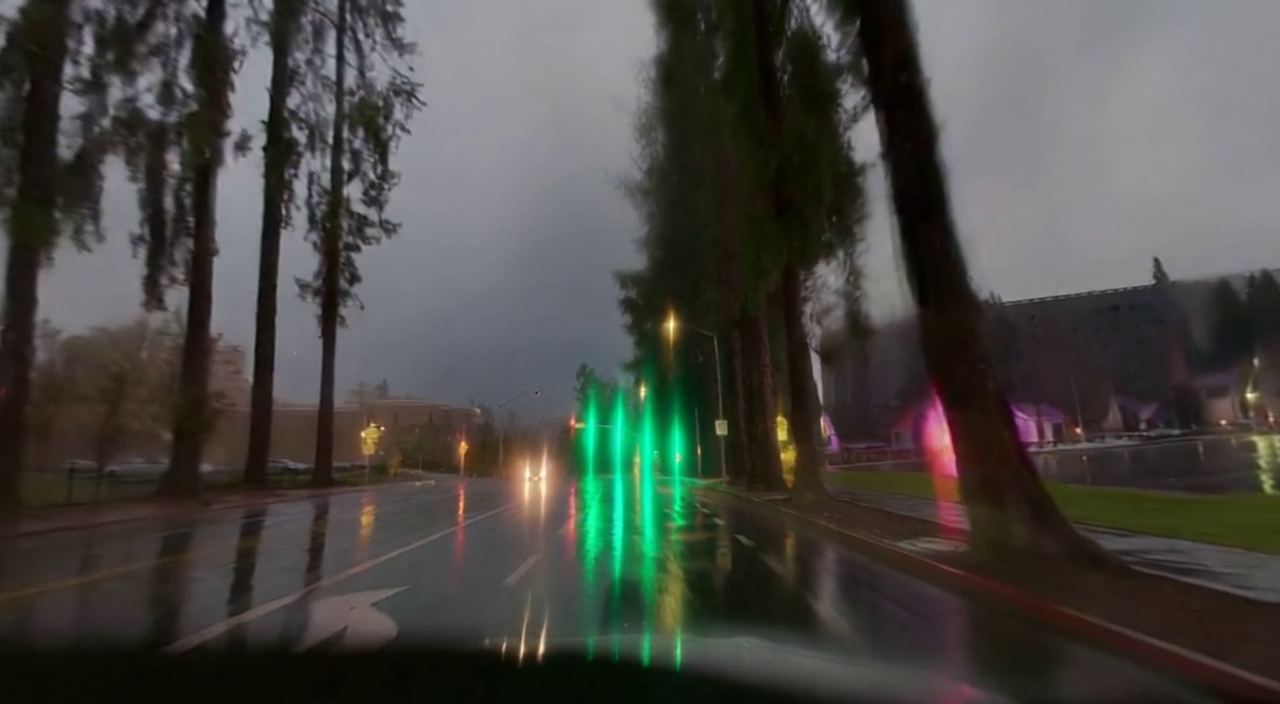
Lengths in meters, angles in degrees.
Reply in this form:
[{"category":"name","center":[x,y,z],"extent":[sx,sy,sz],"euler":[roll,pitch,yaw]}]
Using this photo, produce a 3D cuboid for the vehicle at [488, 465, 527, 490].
[{"category":"vehicle","center":[-9.598,9.118,46.010],"extent":[1.977,1.633,4.528],"euler":[0,-8,-1]}]
